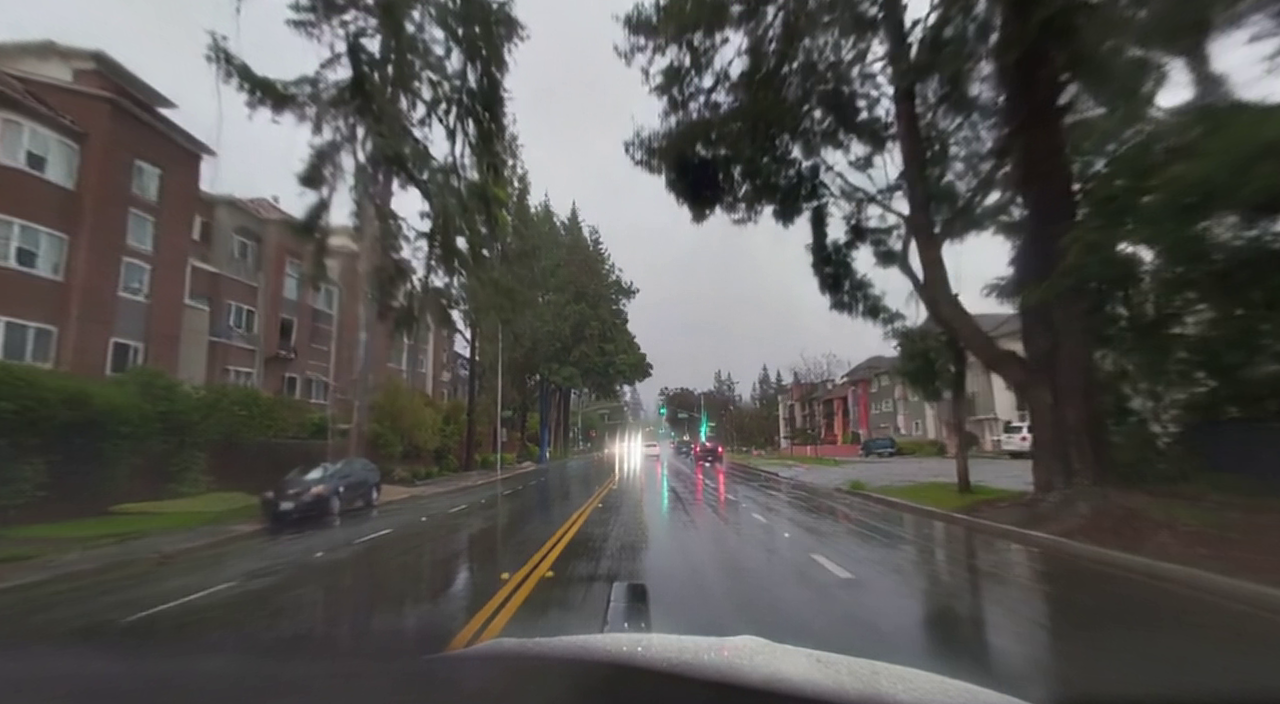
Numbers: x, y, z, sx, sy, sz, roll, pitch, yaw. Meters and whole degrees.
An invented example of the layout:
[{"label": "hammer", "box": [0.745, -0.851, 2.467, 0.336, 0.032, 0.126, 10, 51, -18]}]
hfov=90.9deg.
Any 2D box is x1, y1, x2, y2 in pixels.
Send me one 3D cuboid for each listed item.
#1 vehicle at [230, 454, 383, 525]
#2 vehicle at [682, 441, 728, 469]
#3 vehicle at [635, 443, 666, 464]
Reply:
[{"label": "vehicle", "box": [-9.380, 3.838, 18.221, 1.933, 1.498, 4.446, -4, -7, 1]}, {"label": "vehicle", "box": [3.702, 6.022, 36.904, 2.078, 1.488, 4.741, 0, -9, -1]}, {"label": "vehicle", "box": [0.730, 7.415, 46.144, 2.097, 1.463, 4.043, -1, -9, 0]}]
